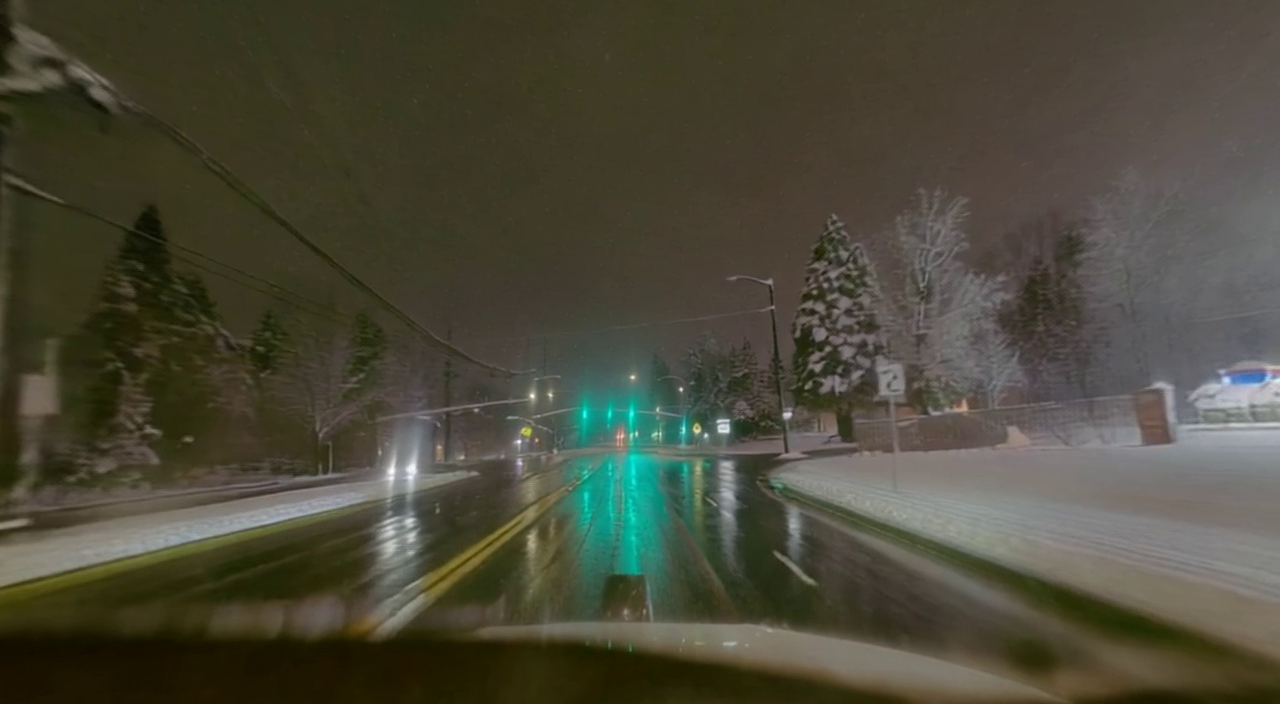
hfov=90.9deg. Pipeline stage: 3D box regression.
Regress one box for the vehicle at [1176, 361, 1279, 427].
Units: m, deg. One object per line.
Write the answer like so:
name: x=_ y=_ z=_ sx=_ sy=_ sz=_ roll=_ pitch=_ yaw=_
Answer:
vehicle: x=41.294 y=2.453 z=41.136 sx=8.935 sy=3.546 sz=2.885 roll=-14 pitch=-10 yaw=37
